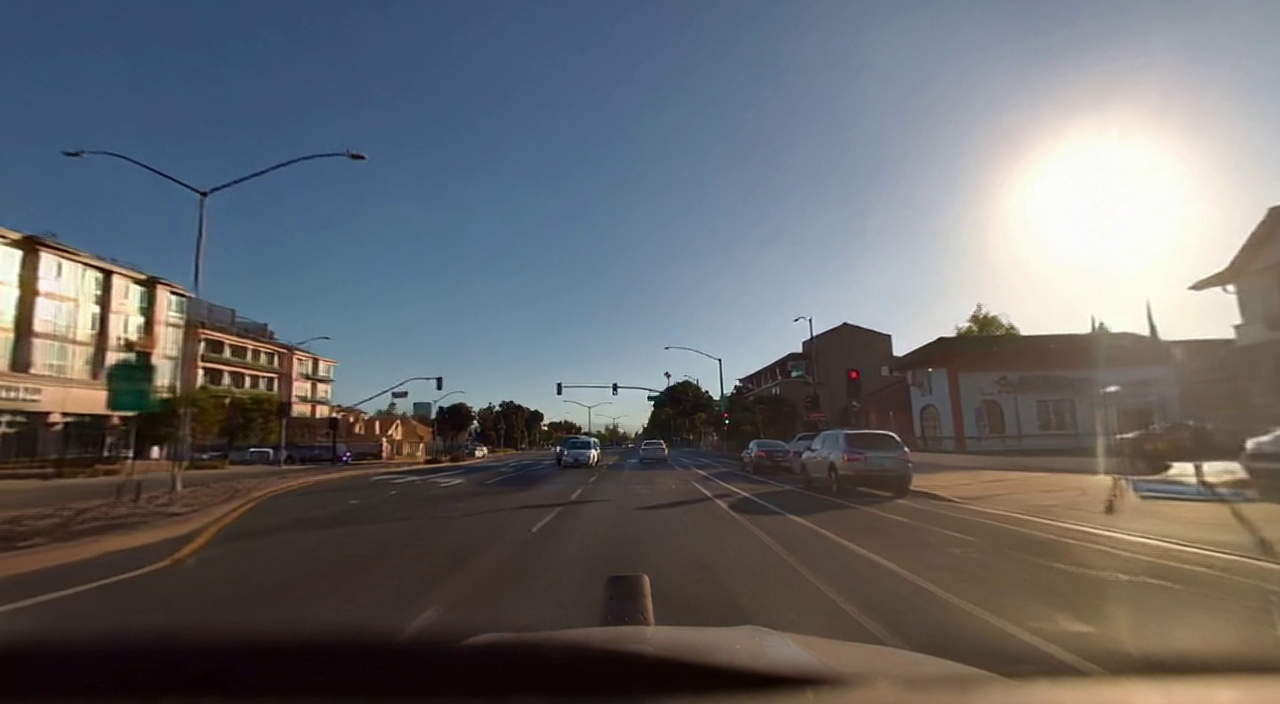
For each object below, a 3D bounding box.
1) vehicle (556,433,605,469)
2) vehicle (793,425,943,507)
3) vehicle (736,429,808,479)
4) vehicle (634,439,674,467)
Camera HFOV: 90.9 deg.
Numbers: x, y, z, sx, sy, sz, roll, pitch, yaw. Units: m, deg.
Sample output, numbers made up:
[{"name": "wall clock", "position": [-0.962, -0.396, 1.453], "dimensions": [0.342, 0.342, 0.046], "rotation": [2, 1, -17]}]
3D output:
[{"name": "vehicle", "position": [-3.067, 5.260, 33.506], "dimensions": [2.150, 1.779, 4.423], "rotation": [0, -8, 1]}, {"name": "vehicle", "position": [5.616, 2.820, 16.360], "dimensions": [2.069, 1.776, 4.797], "rotation": [0, -7, 0]}, {"name": "vehicle", "position": [5.809, 4.495, 28.365], "dimensions": [2.112, 1.966, 4.642], "rotation": [-1, -7, -1]}, {"name": "vehicle", "position": [0.719, 5.602, 35.061], "dimensions": [2.075, 1.480, 3.920], "rotation": [0, -8, -1]}]
